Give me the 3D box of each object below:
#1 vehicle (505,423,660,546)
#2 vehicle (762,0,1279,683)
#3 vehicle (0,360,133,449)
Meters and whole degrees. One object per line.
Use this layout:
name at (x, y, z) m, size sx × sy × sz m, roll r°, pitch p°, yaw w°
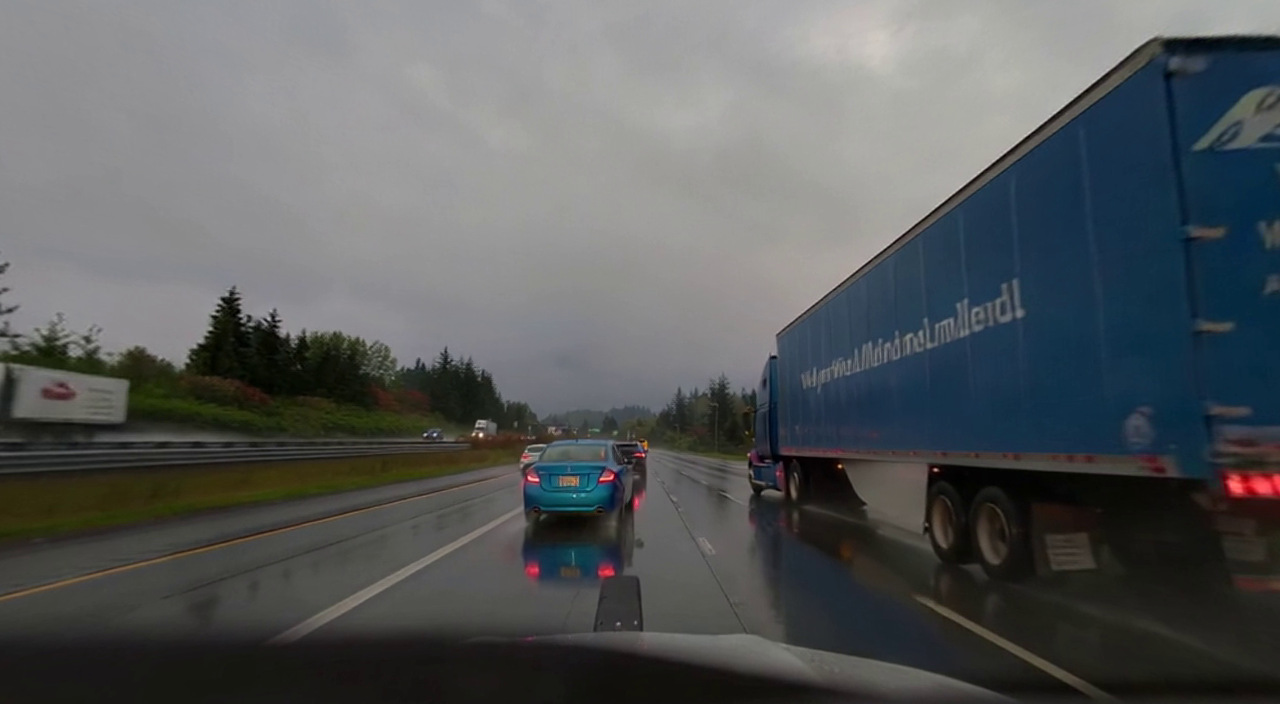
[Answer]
vehicle at (-0.743, 2.035, 10.186) m, size 2.038 × 1.582 × 3.729 m, roll 0°, pitch -9°, yaw 0°
vehicle at (4.884, 0.845, 10.471) m, size 2.825 × 4.043 × 14.051 m, roll 0°, pitch -9°, yaw 0°
vehicle at (-25.969, 2.353, 26.211) m, size 2.720 × 3.331 × 8.732 m, roll 0°, pitch -9°, yaw -4°
